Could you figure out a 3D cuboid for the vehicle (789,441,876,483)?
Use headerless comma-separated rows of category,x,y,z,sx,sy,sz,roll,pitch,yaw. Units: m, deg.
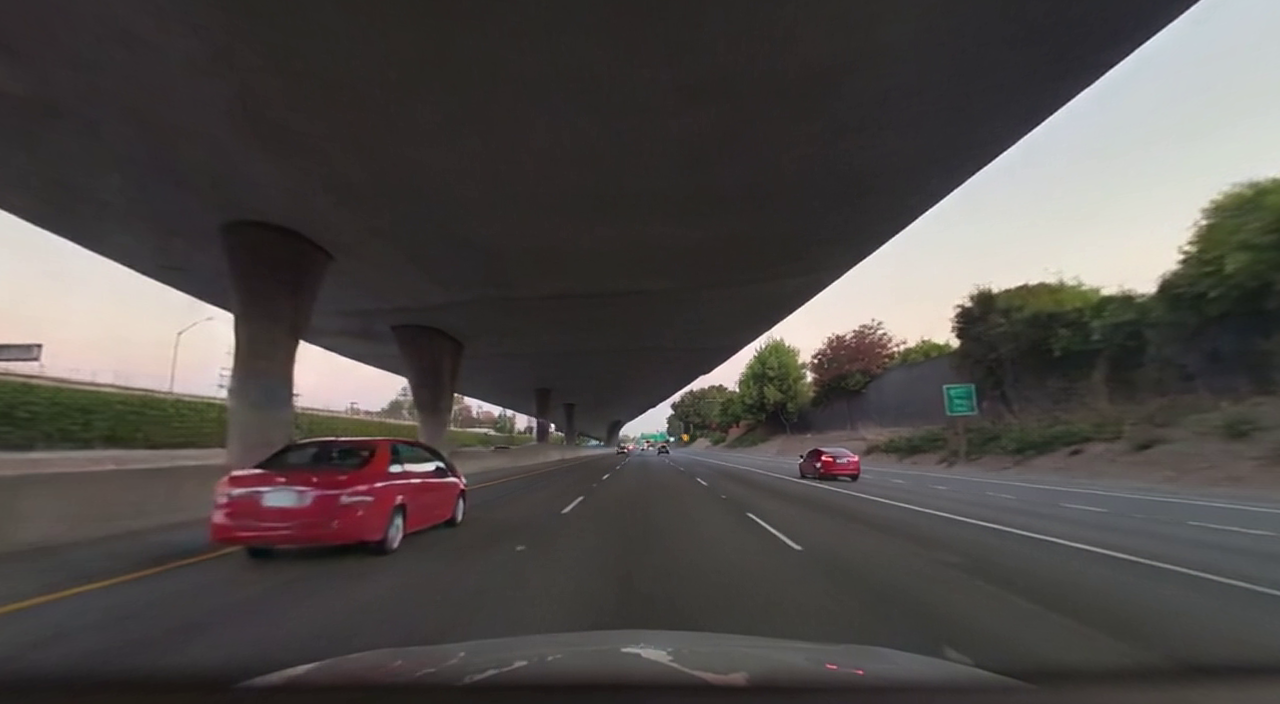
vehicle,7.378,4.251,24.649,1.914,1.465,4.574,0,-9,-1

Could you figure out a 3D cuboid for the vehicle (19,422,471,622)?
vehicle,-3.722,1.684,7.373,2.085,1.533,4.861,0,-9,1
